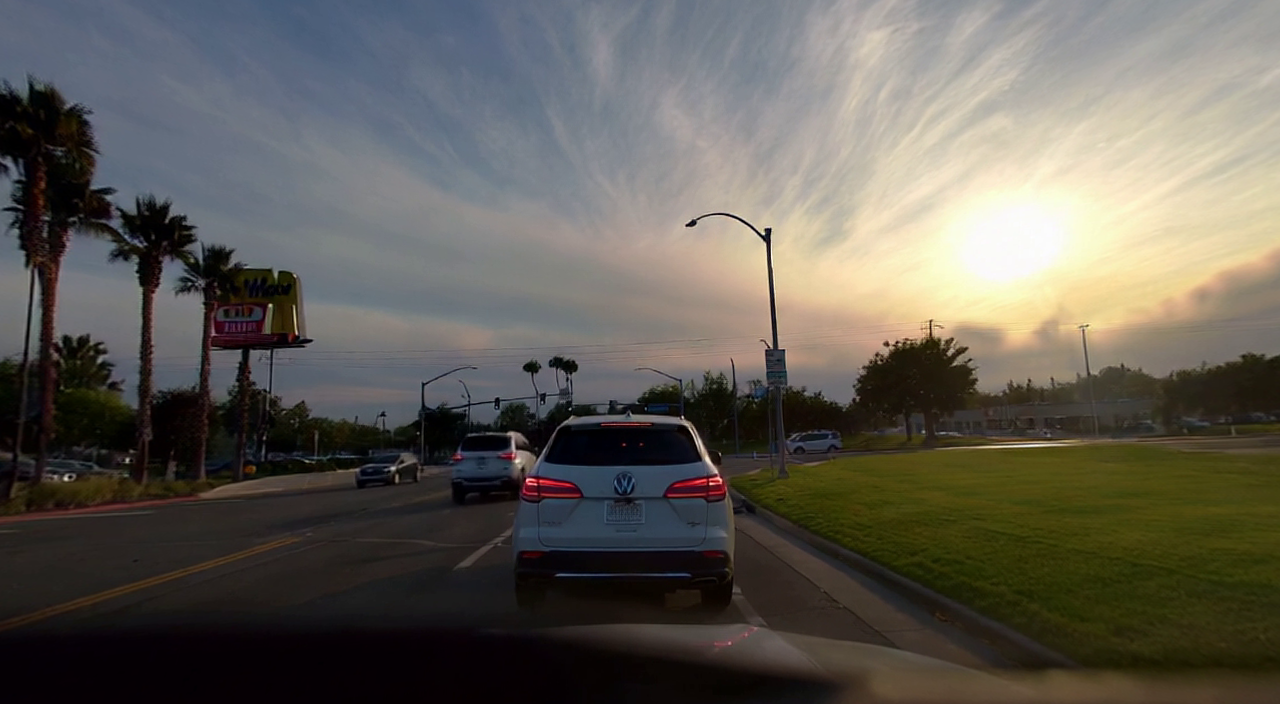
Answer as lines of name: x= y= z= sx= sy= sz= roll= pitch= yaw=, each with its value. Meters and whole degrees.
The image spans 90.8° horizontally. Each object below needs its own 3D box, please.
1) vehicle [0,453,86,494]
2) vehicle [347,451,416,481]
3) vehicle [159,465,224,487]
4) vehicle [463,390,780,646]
vehicle: x=-28.119 y=5.416 z=28.206 sx=4.584 sy=1.714 sz=2.186 roll=4 pitch=-10 yaw=-27
vehicle: x=-15.025 y=6.636 z=36.991 sx=2.069 sy=1.617 sz=4.613 roll=0 pitch=-9 yaw=0
vehicle: x=-33.313 y=9.216 z=47.033 sx=1.792 sy=1.439 sz=3.952 roll=-1 pitch=-9 yaw=3
vehicle: x=-0.142 y=1.417 z=6.325 sx=2.137 sy=1.728 sz=3.926 roll=0 pitch=-9 yaw=-1
